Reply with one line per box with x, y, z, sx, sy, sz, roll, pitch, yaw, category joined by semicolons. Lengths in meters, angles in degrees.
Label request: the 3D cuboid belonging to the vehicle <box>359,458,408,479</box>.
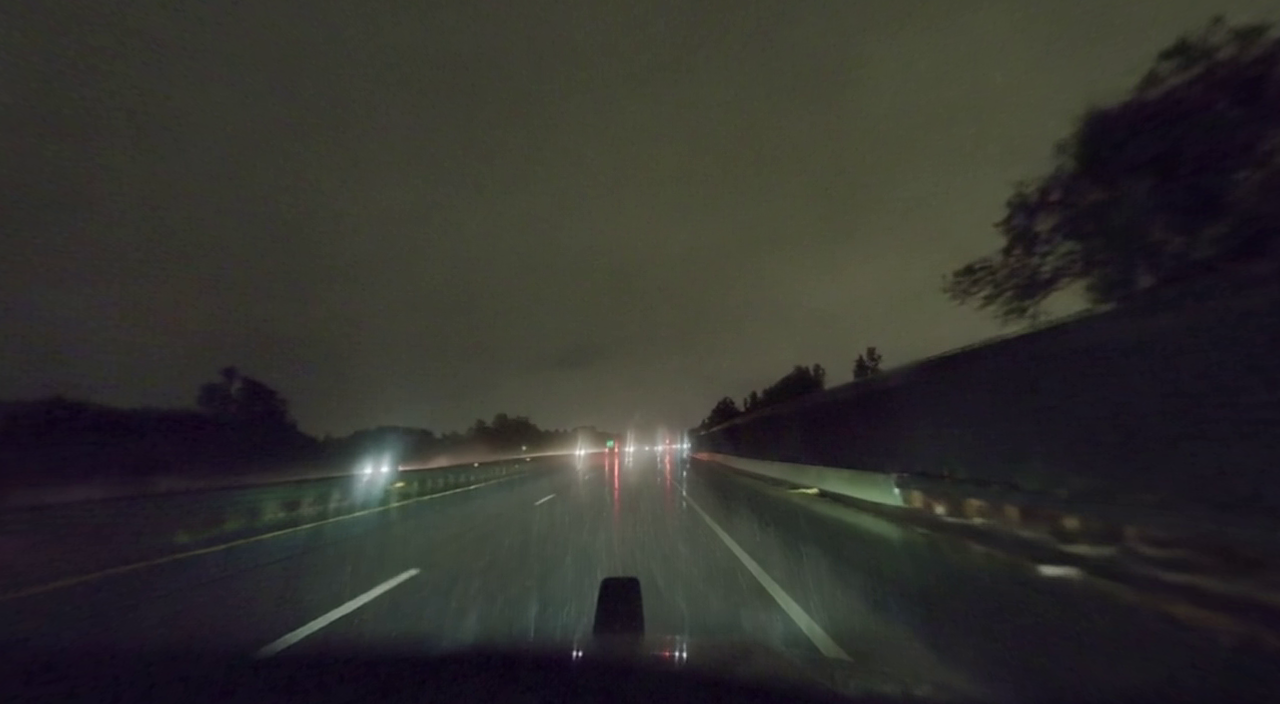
-20.046;9.072;49.155;1.900;1.506;4.258;0;-9;1;vehicle
